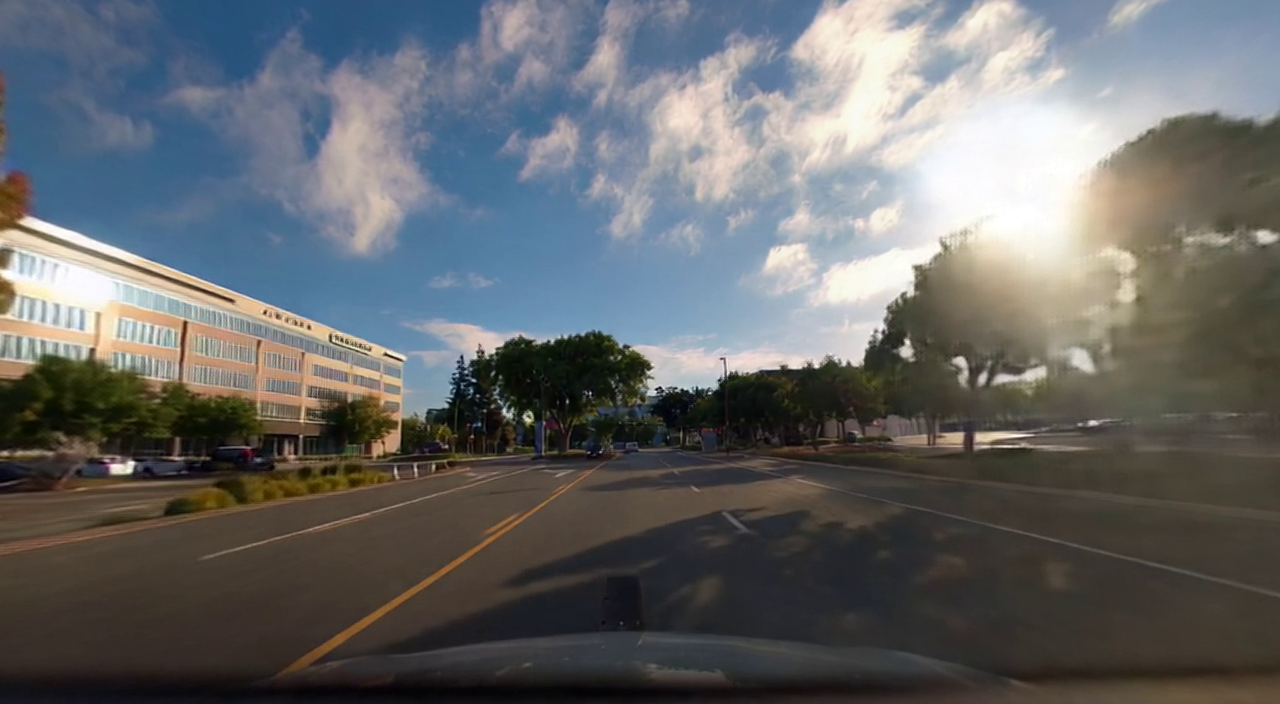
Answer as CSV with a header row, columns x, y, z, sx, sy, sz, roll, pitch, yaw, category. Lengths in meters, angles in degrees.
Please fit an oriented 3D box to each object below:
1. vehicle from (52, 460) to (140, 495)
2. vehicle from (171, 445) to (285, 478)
x,y,z,sx,sy,sz,roll,pitch,yaw,category
-26.748,6.109,31.022,4.612,1.474,1.982,-6,-10,34,vehicle
-29.608,7.886,45.593,6.271,2.087,2.748,-2,-10,1,vehicle
